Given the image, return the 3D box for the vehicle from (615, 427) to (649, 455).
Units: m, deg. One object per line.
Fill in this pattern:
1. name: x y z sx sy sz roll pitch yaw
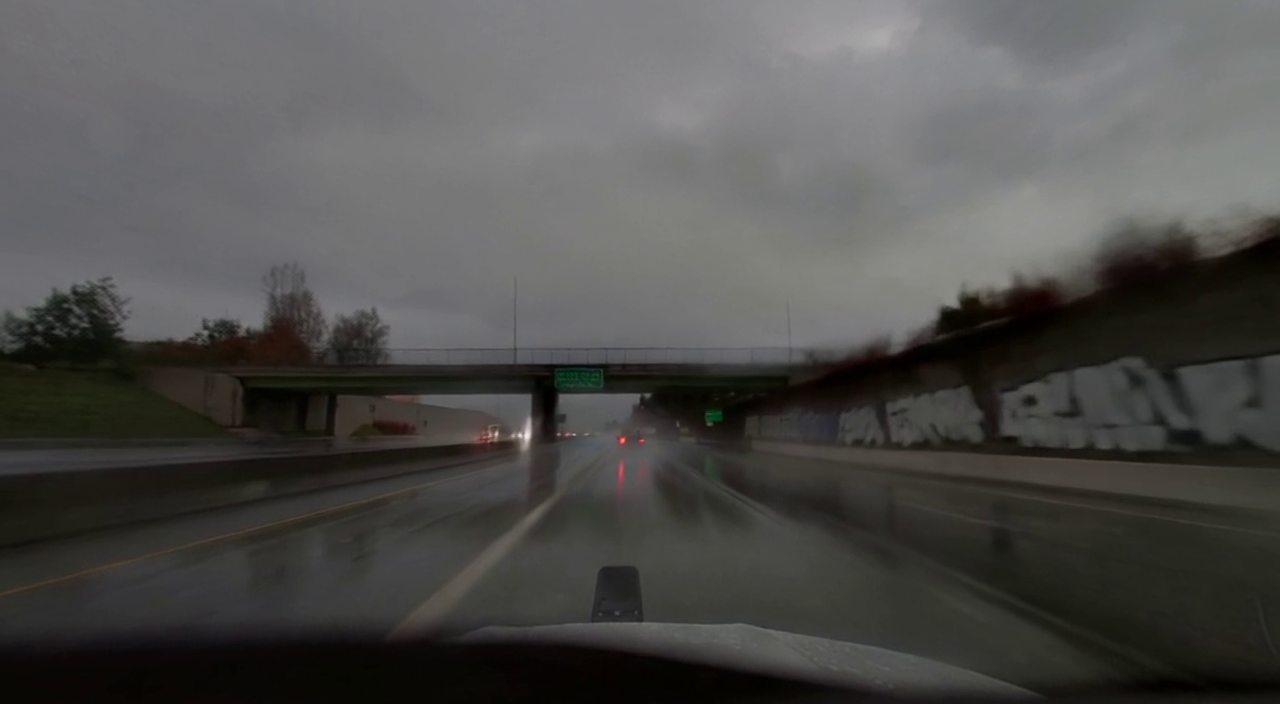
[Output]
1. vehicle: -0.624 6.400 45.396 2.277 1.913 4.510 0 -8 -2
